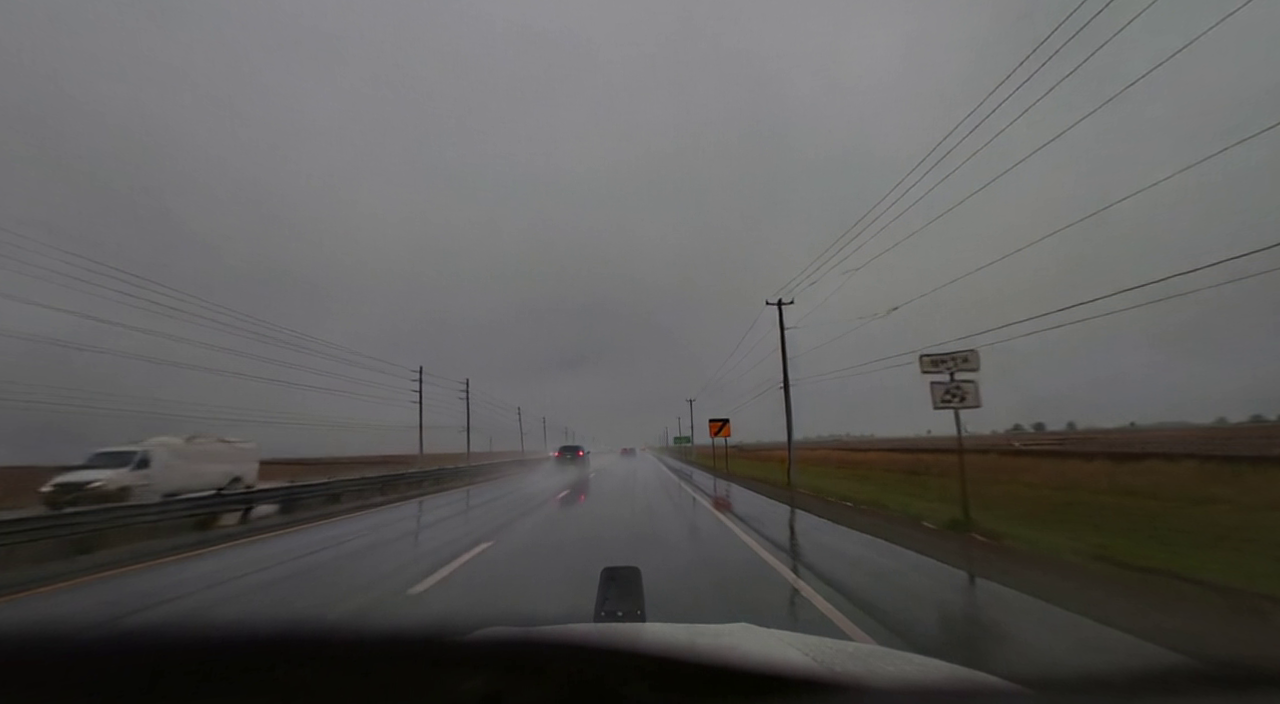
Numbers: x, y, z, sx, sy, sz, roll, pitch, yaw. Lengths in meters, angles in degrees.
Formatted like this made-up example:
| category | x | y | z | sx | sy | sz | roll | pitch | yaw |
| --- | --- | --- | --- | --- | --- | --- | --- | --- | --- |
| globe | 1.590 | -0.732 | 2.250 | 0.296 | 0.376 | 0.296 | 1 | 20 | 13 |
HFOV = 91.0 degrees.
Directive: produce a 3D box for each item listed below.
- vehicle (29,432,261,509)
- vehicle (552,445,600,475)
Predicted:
| category | x | y | z | sx | sy | sz | roll | pitch | yaw |
| --- | --- | --- | --- | --- | --- | --- | --- | --- | --- |
| vehicle | -25.127 | 6.070 | 33.267 | 3.258 | 3.325 | 10.964 | 0 | -9 | 1 |
| vehicle | -3.451 | 5.956 | 34.905 | 2.106 | 1.543 | 4.465 | 0 | -9 | 1 |
